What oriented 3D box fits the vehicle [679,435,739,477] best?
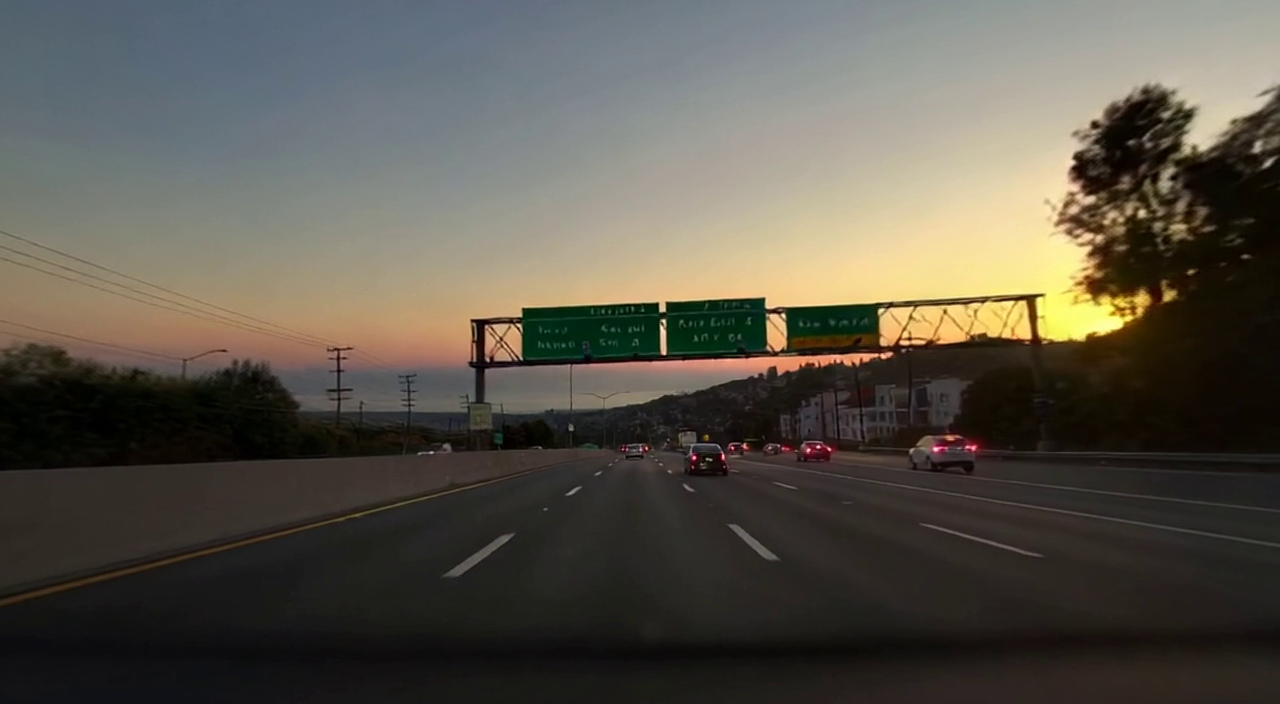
[{"bbox_3d":[2.937,4.531,27.762,1.997,1.638,4.281,0,-8,-2],"label":"vehicle"}]

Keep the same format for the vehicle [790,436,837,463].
[{"bbox_3d":[12.323,6.966,45.249,2.070,1.782,5.006,-1,-8,2],"label":"vehicle"}]

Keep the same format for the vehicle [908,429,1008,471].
[{"bbox_3d":[15.684,4.881,31.617,2.190,1.911,5.658,0,-8,2],"label":"vehicle"}]
